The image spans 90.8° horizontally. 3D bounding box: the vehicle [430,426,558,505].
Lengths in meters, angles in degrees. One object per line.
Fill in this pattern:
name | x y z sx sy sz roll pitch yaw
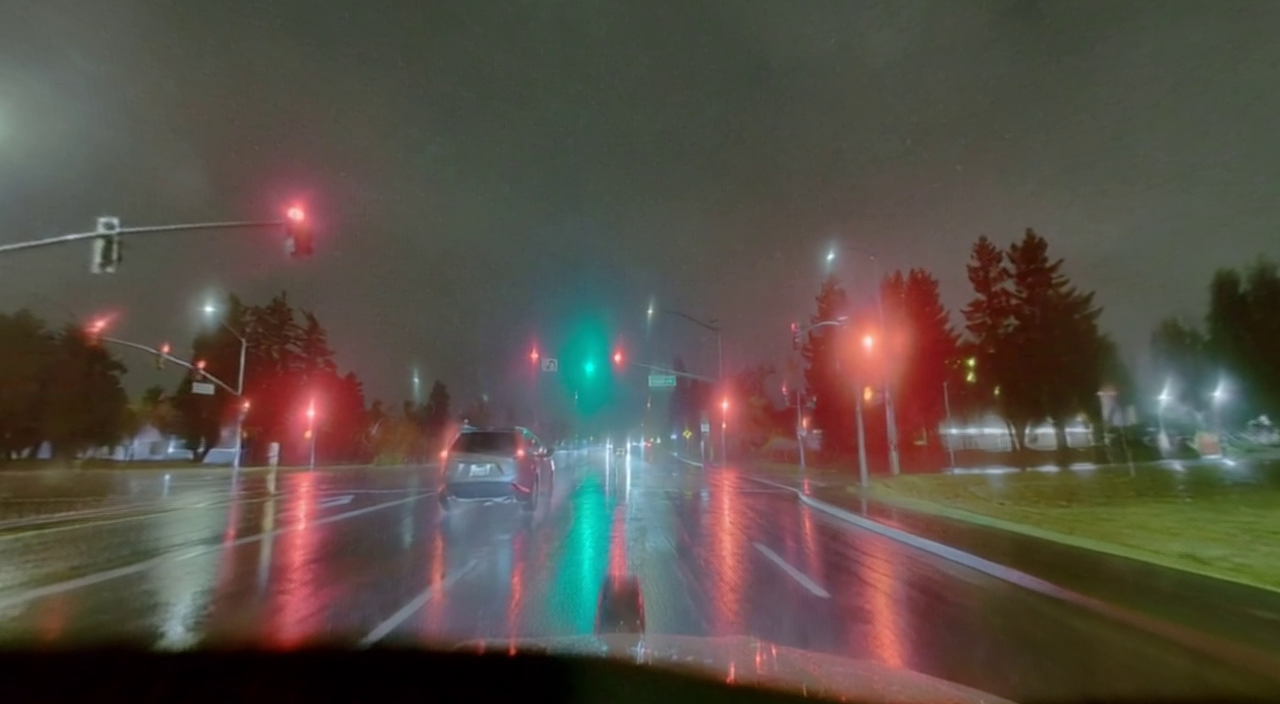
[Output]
vehicle | -3.277 2.662 15.206 2.076 1.599 4.483 0 -9 -1
